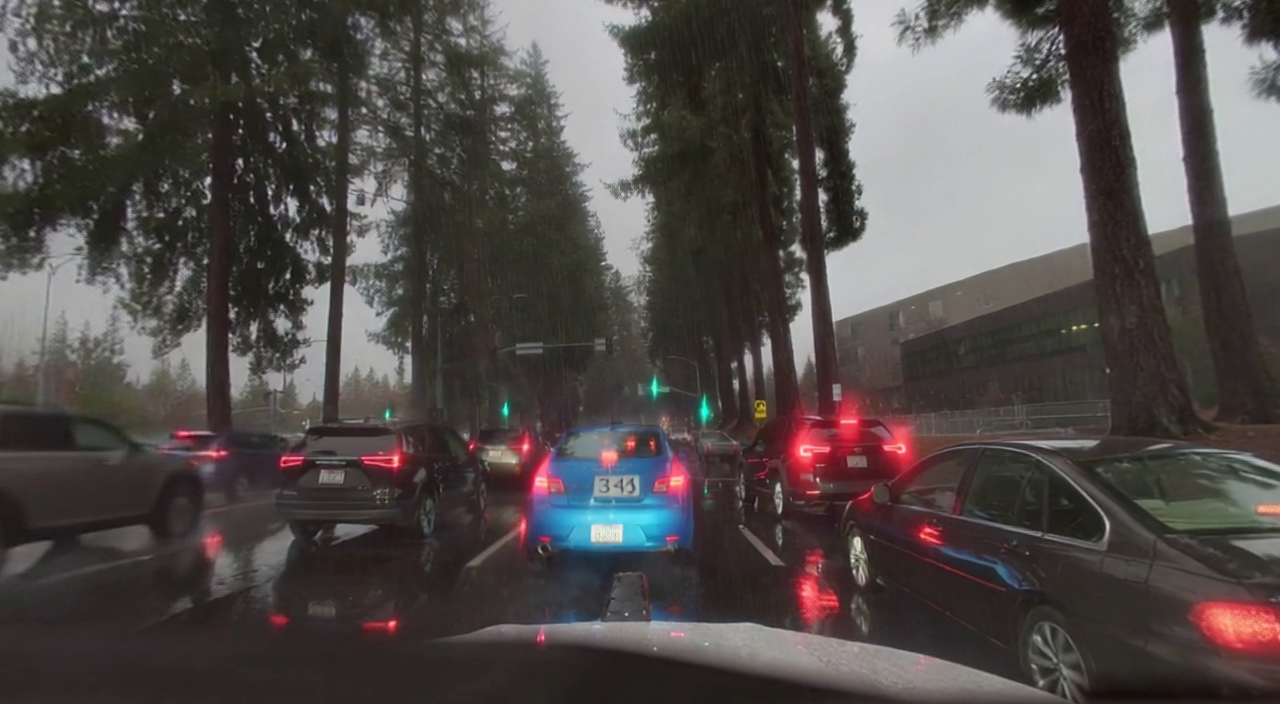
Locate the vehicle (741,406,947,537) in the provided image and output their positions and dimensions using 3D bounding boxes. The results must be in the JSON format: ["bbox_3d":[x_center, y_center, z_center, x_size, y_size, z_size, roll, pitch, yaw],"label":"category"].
[{"bbox_3d":[3.335,2.085,11.538,2.117,1.879,4.715,0,-8,-1],"label":"vehicle"}]

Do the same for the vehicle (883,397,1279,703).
[{"bbox_3d":[3.237,1.071,3.377,2.045,1.459,4.462,0,-8,-1],"label":"vehicle"}]

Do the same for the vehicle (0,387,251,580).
[{"bbox_3d":[-7.104,1.427,7.186,2.066,1.814,5.097,0,-8,0],"label":"vehicle"}]

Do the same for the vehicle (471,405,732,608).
[{"bbox_3d":[-0.357,1.588,7.425,2.114,1.631,4.459,0,-8,-1],"label":"vehicle"}]

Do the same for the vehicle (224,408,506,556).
[{"bbox_3d":[-3.767,1.887,9.888,2.141,1.718,4.809,0,-8,1],"label":"vehicle"}]
